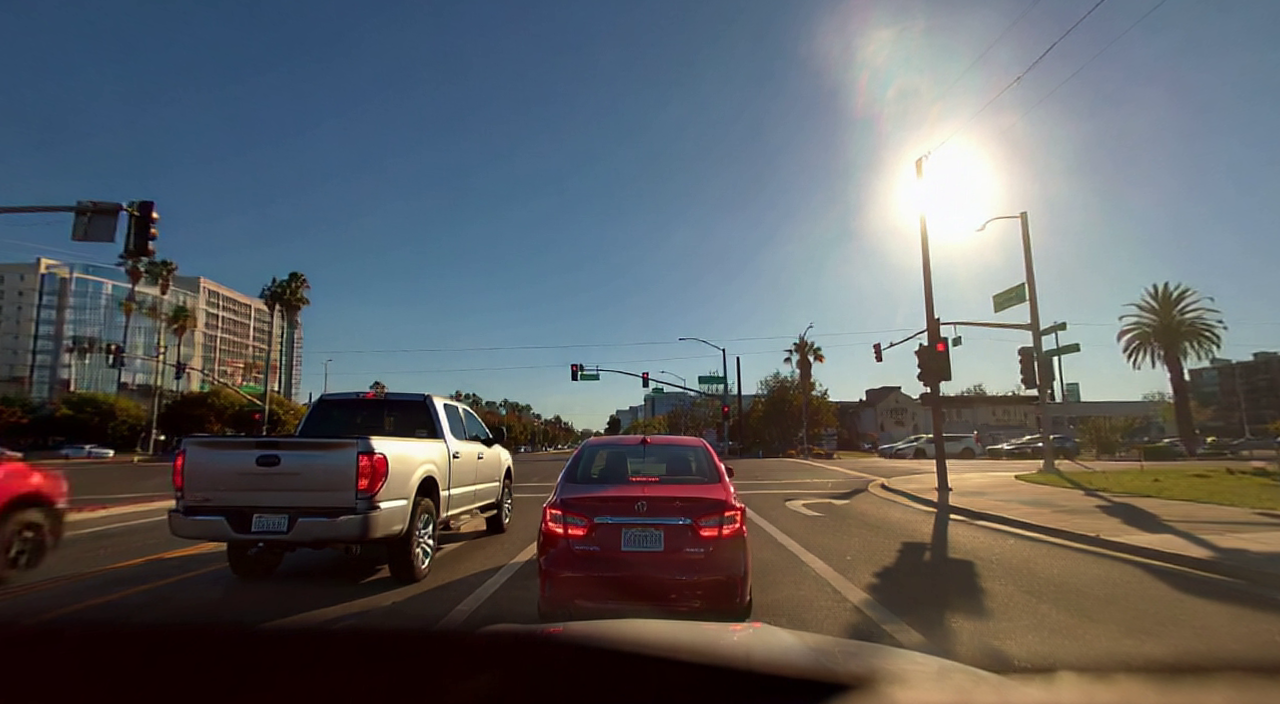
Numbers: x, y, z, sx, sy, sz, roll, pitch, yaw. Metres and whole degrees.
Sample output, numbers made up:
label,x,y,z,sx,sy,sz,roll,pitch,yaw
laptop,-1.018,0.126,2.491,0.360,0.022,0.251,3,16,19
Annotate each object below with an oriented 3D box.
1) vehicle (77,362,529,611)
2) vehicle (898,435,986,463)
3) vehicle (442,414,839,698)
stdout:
label,x,y,z,sx,sy,sz,roll,pitch,yaw
vehicle,-3.221,1.481,7.917,2.330,1.969,5.626,-1,-8,3
vehicle,18.827,6.072,39.296,4.466,1.717,1.963,0,-8,2
vehicle,0.035,1.400,5.513,2.122,1.501,4.152,0,-8,1
